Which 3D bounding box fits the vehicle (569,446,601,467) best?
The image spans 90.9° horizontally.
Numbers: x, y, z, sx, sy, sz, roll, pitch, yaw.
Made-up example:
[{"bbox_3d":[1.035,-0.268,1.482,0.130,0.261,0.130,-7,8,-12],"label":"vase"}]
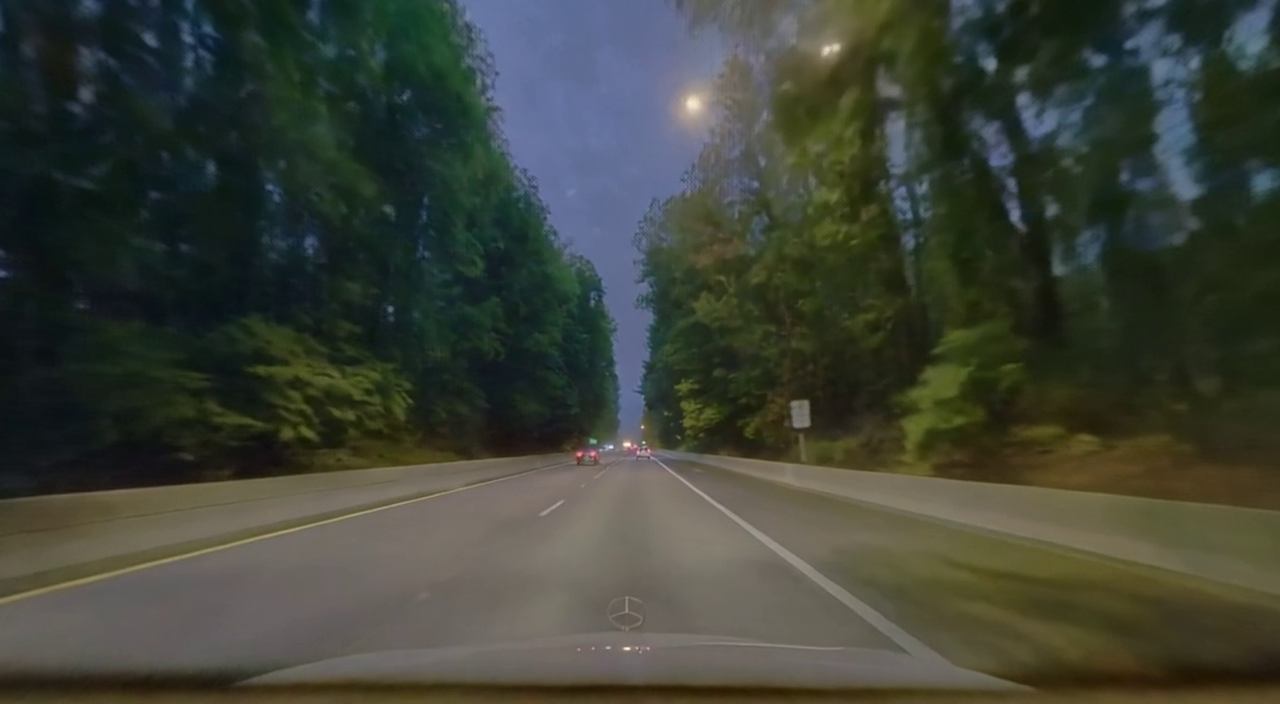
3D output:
[{"bbox_3d":[-4.177,8.055,48.571,2.112,1.498,4.117,0,-9,0],"label":"vehicle"}]
